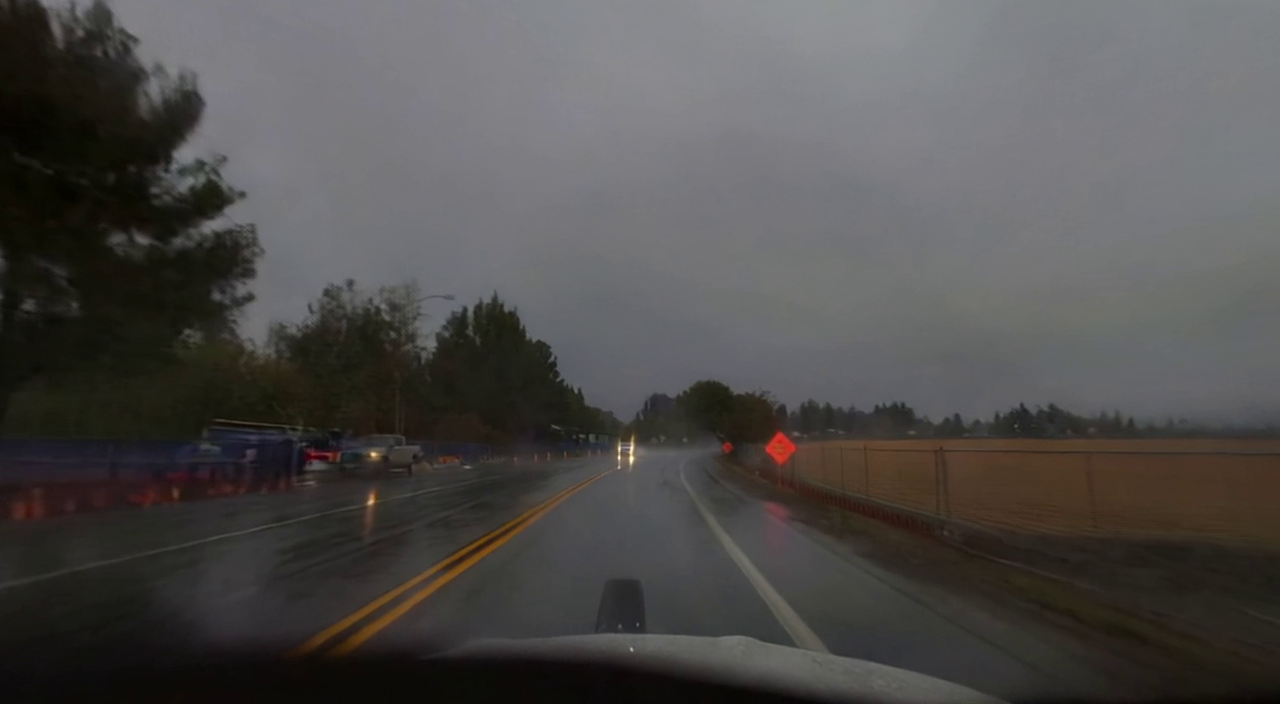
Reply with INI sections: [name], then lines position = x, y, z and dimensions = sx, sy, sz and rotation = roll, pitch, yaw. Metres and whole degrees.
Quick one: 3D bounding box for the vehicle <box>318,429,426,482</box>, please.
[vehicle]
position = -11.694, 4.574, 28.228
dimensions = 2.244, 2.022, 6.102
rotation = -2, -8, -1
